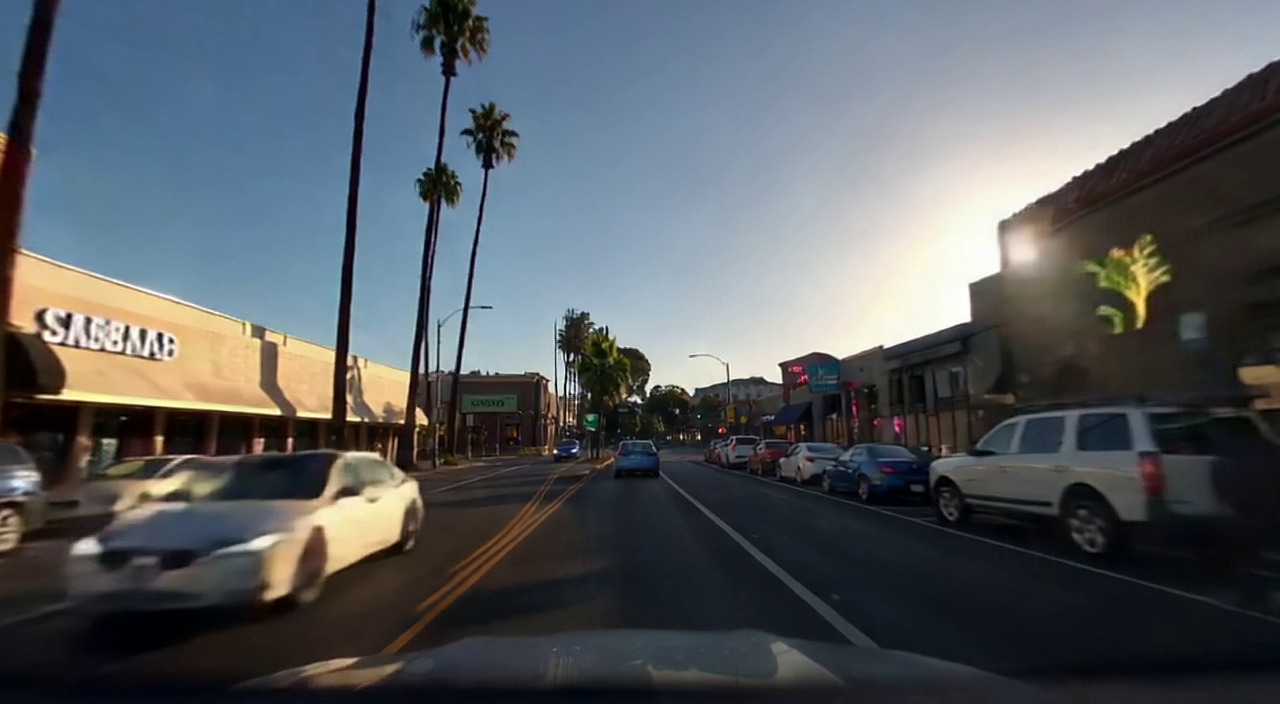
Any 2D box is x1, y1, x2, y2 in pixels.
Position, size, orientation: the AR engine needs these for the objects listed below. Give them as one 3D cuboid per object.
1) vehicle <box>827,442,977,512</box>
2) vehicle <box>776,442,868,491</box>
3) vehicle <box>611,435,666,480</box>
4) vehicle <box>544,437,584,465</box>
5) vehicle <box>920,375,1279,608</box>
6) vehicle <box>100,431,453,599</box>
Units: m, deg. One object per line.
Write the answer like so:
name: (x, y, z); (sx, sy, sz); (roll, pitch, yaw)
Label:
vehicle: (6.317, 3.029, 15.887); (1.810, 1.472, 4.422); (0, -8, -1)
vehicle: (6.192, 3.919, 22.027); (1.885, 1.506, 4.302); (0, -8, 0)
vehicle: (-0.079, 4.346, 26.269); (2.063, 1.664, 4.471); (0, -8, -1)
vehicle: (-5.160, 6.832, 43.600); (2.188, 1.797, 4.358); (0, -8, 1)
vehicle: (6.325, 1.668, 8.641); (2.257, 2.074, 5.857); (0, -8, 0)
vehicle: (-3.877, 1.767, 7.833); (1.916, 1.453, 4.315); (0, -8, -2)
